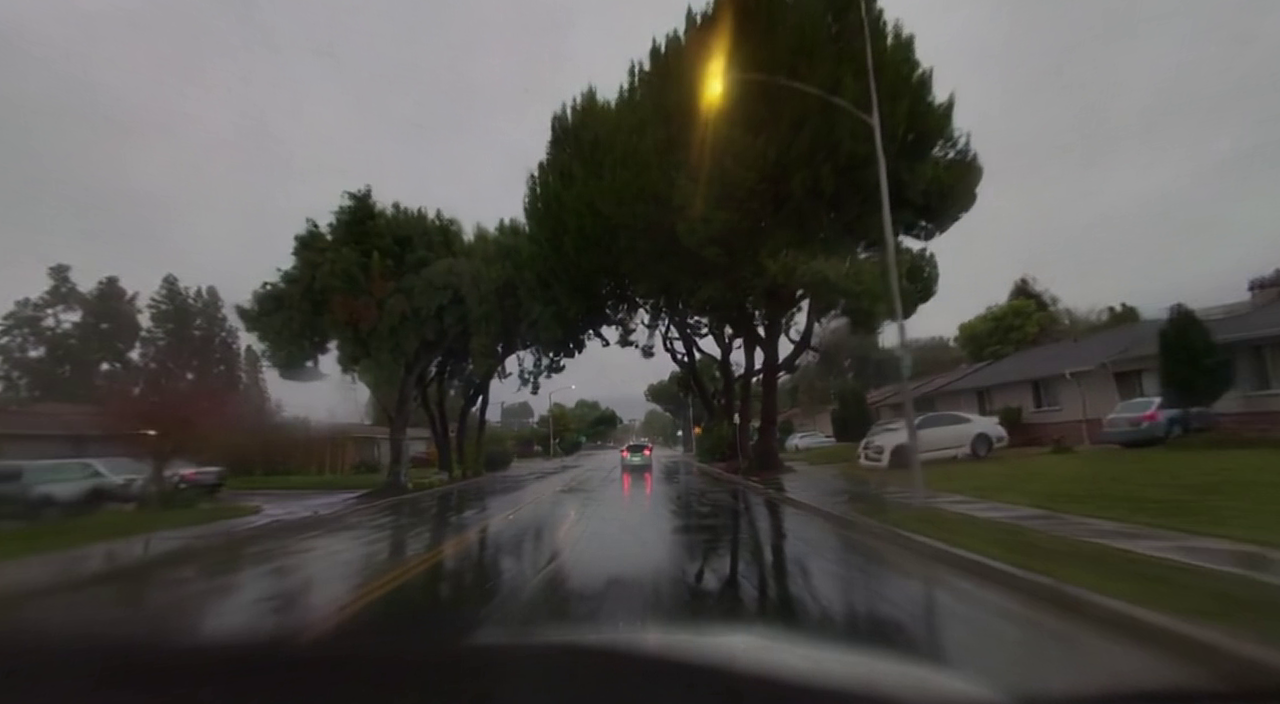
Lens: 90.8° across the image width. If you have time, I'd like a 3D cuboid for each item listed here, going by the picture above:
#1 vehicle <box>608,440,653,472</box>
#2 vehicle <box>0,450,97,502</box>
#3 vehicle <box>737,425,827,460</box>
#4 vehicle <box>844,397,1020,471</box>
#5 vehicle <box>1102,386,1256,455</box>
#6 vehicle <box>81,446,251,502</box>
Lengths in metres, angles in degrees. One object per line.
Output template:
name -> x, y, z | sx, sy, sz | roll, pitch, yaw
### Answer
vehicle -> -0.477, 5.157, 31.471 | 2.098, 1.483, 4.099 | 0, -9, -1
vehicle -> -22.671, 4.435, 22.840 | 4.181, 1.784, 1.907 | 0, -9, -1
vehicle -> 8.463, 5.449, 37.969 | 4.740, 1.467, 2.074 | -6, -8, -3
vehicle -> 9.473, 2.716, 20.805 | 4.634, 1.723, 1.966 | -7, -9, -3
vehicle -> 15.478, 1.934, 18.096 | 4.462, 1.699, 2.145 | 2, -9, -35
vehicle -> -17.184, 4.415, 23.114 | 4.463, 1.917, 1.970 | 1, -9, -5
